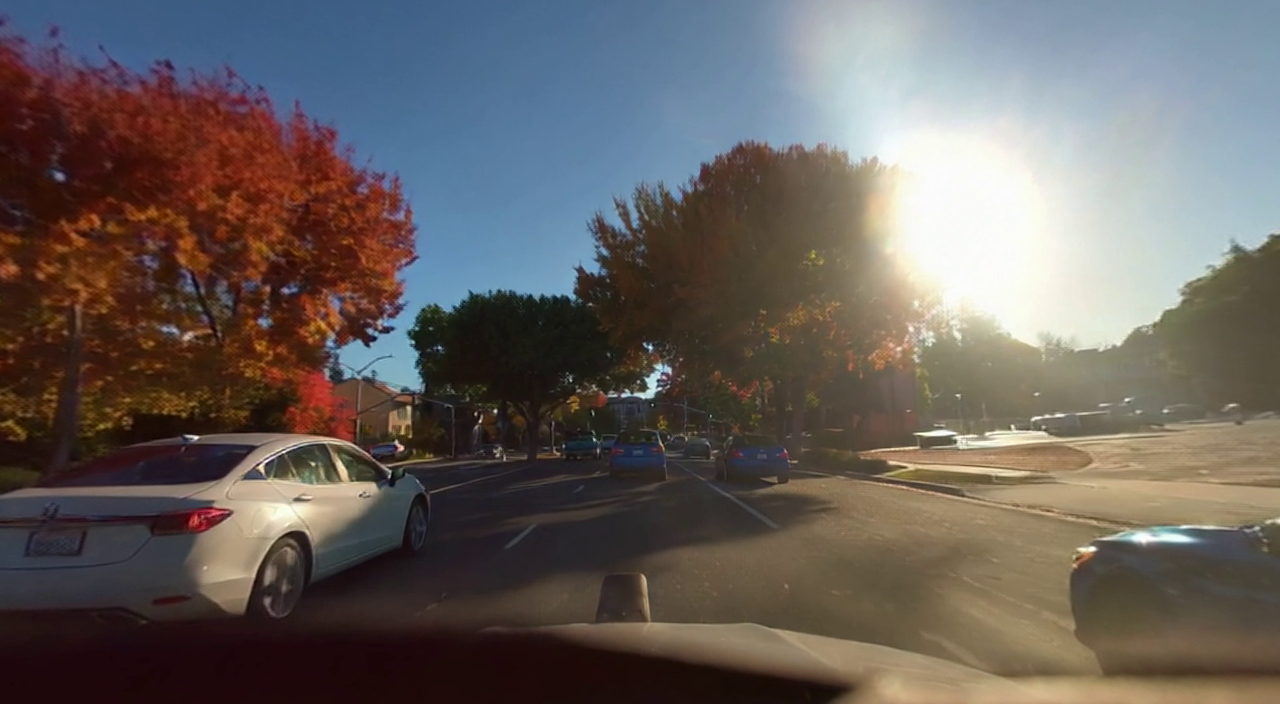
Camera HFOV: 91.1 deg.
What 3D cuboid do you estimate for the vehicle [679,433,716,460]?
[{"bbox_3d":[3.835,6.399,42.506,2.067,1.687,4.163,0,-8,-1],"label":"vehicle"}]

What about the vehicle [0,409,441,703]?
[{"bbox_3d":[-3.514,1.368,5.457,1.997,1.479,4.547,0,-8,1],"label":"vehicle"}]

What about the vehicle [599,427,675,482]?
[{"bbox_3d":[-0.098,3.420,21.199,2.293,1.662,4.262,0,-8,-1],"label":"vehicle"}]

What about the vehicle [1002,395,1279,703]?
[{"bbox_3d":[3.394,0.826,1.791,2.060,1.474,4.475,0,-8,0],"label":"vehicle"}]

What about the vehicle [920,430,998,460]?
[{"bbox_3d":[17.718,5.248,35.094,1.767,1.400,4.107,-3,-10,-7],"label":"vehicle"}]

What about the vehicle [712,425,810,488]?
[{"bbox_3d":[3.527,3.148,19.187,2.019,1.675,4.488,0,-8,-1],"label":"vehicle"}]

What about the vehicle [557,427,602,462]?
[{"bbox_3d":[-3.710,5.835,39.476,2.246,2.062,5.123,0,-8,1],"label":"vehicle"}]
